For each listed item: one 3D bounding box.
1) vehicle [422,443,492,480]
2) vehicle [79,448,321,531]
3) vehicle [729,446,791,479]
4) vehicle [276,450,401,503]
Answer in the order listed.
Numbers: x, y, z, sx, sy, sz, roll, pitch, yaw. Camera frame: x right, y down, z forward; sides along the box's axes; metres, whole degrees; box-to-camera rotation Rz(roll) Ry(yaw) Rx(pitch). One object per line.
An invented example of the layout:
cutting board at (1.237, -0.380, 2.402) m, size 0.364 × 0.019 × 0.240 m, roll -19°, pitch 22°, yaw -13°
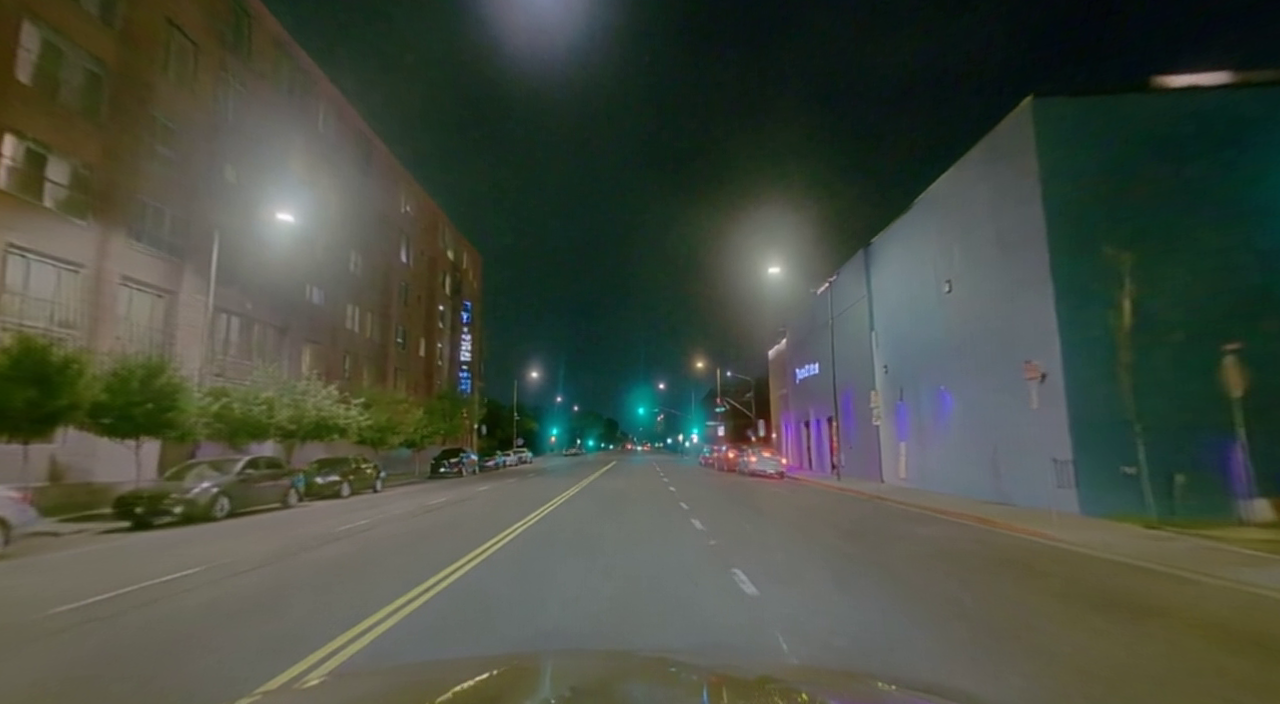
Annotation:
vehicle at (-10.003, 5.981, 35.056) m, size 2.228 × 1.863 × 5.407 m, roll 0°, pitch -8°, yaw 1°
vehicle at (-10.079, 3.136, 15.206) m, size 1.995 × 1.564 × 5.321 m, roll 0°, pitch -8°, yaw 0°
vehicle at (6.012, 5.571, 32.270) m, size 2.038 × 1.482 × 4.994 m, roll 0°, pitch -8°, yaw -2°
vehicle at (-9.672, 3.991, 20.748) m, size 2.021 × 1.482 × 4.601 m, roll 0°, pitch -8°, yaw -3°
